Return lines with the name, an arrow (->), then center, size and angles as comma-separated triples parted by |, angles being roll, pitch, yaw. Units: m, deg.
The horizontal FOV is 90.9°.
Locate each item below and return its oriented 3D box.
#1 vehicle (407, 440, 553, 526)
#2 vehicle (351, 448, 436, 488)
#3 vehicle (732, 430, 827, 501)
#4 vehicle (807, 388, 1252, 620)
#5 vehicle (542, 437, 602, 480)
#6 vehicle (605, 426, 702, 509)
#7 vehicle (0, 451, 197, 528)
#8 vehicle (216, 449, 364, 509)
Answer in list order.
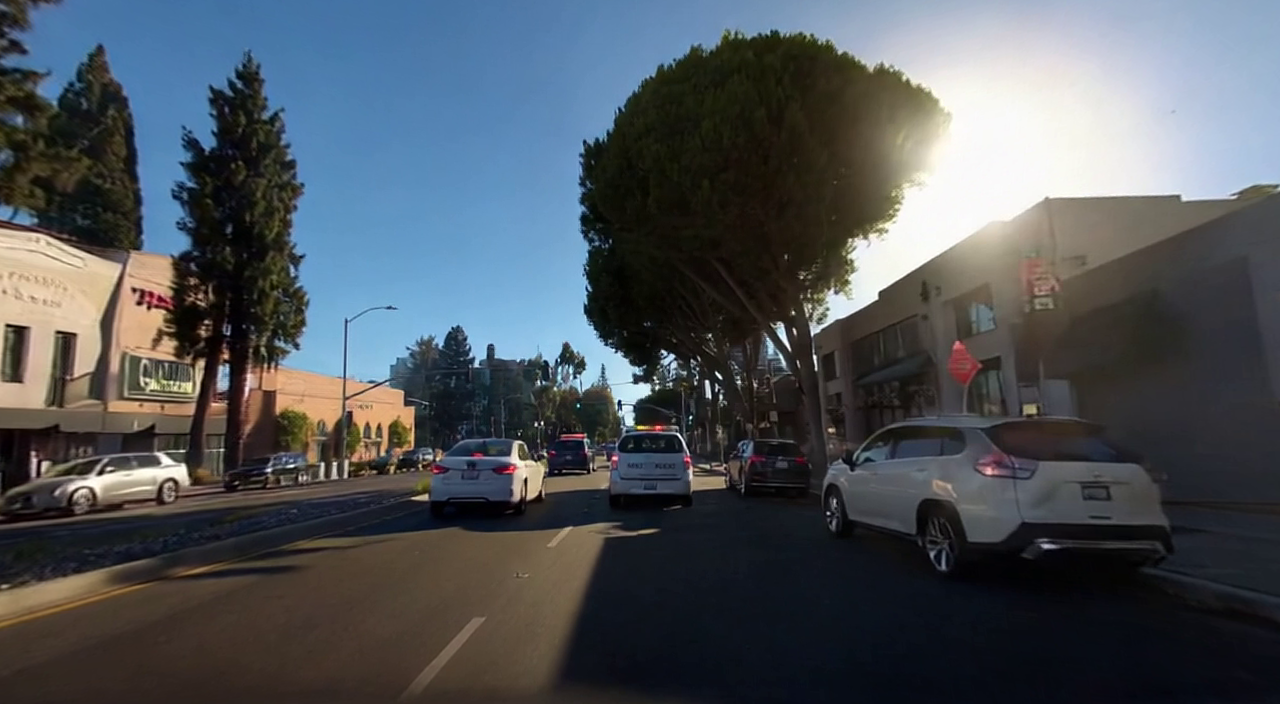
vehicle -> -3.067, 2.592, 13.105 | 1.908, 1.474, 4.257 | 0, -8, 0
vehicle -> -10.827, 5.092, 28.071 | 1.858, 1.577, 4.593 | 0, -8, 1
vehicle -> 4.040, 3.355, 19.032 | 2.025, 1.813, 4.372 | 2, -8, 2
vehicle -> 4.039, 1.699, 8.228 | 2.038, 1.865, 5.786 | 2, -9, -1
vehicle -> -3.038, 4.884, 29.185 | 2.135, 1.806, 4.514 | 0, -8, 2
vehicle -> 0.309, 2.776, 15.571 | 2.075, 1.770, 4.018 | 0, -8, 0
vehicle -> -14.447, 3.579, 16.967 | 2.056, 1.619, 4.270 | -4, -8, -1
vehicle -> -10.844, 3.919, 20.016 | 2.158, 1.494, 4.480 | -4, -9, 1
